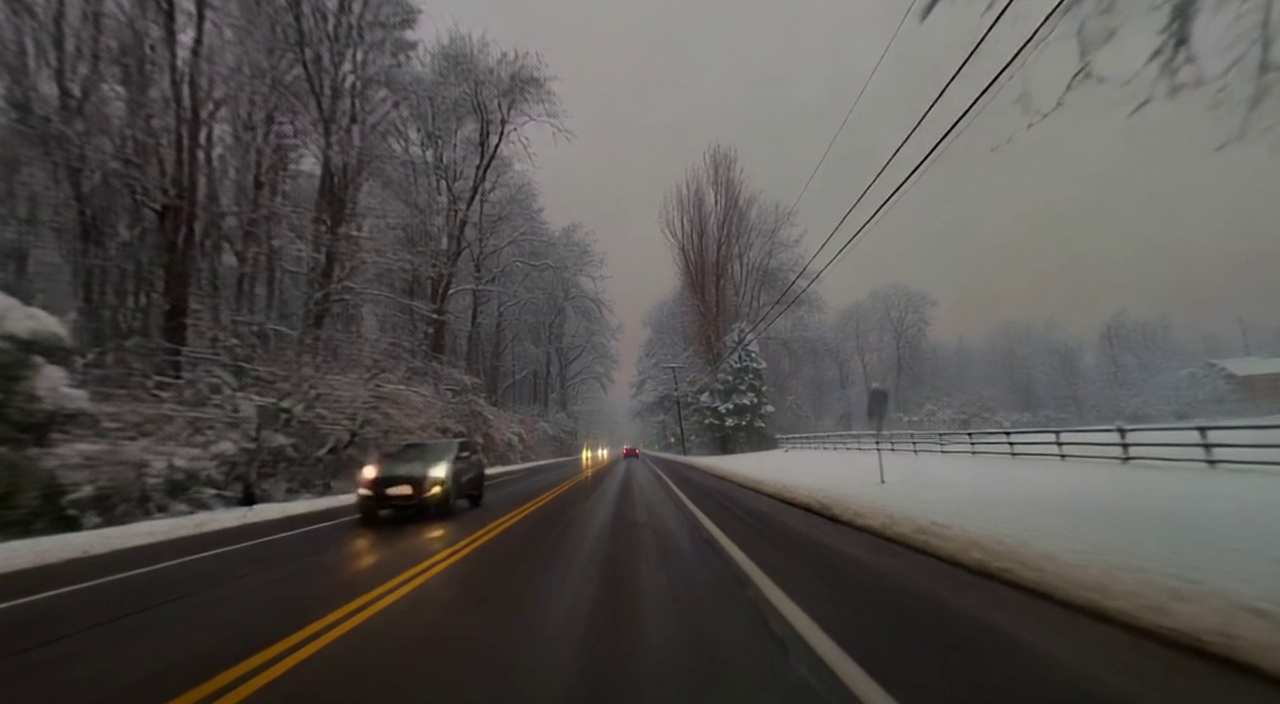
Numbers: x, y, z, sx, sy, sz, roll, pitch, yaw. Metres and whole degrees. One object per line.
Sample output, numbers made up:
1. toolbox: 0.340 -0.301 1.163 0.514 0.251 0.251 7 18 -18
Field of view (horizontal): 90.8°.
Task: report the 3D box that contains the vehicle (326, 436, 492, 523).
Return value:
1. vehicle: -5.064 2.851 14.709 2.129 1.664 4.528 0 -9 0
